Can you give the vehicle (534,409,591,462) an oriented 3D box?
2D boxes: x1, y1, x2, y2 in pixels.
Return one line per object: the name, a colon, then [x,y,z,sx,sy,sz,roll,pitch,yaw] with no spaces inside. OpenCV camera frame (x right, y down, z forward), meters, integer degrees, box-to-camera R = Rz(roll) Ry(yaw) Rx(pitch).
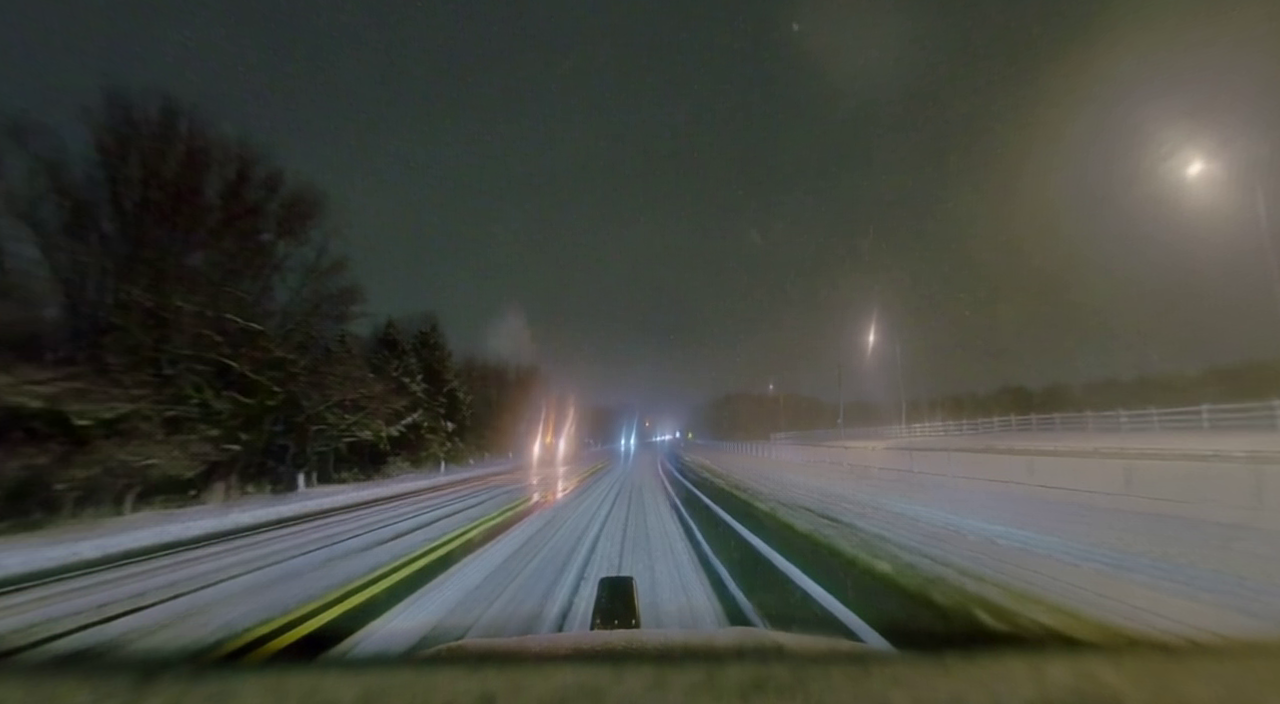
vehicle: [-5.418,6.102,45.664,2.751,3.436,8.990,-1,-8,2]
